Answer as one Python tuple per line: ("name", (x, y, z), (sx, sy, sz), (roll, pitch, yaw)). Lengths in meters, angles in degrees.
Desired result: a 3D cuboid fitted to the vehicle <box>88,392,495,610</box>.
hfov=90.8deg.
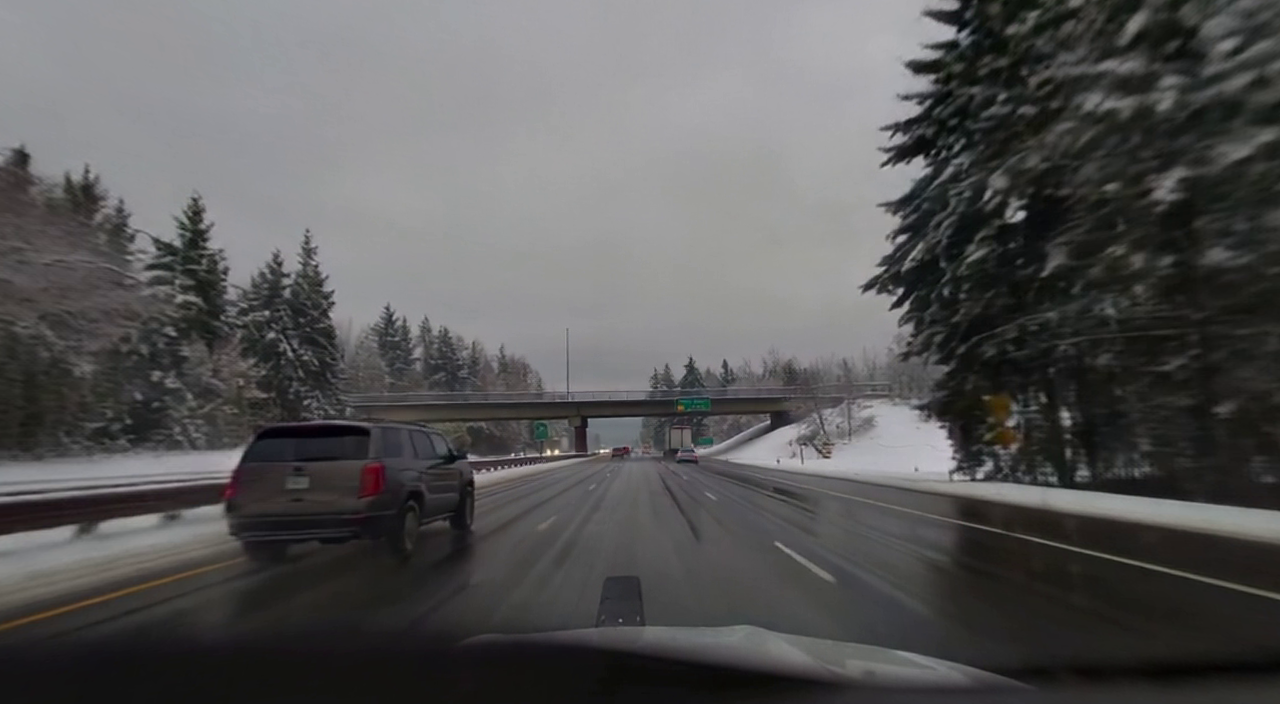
("vehicle", (-3.408, 1.576, 7.541), (2.238, 1.792, 4.518), (0, -9, 0))
